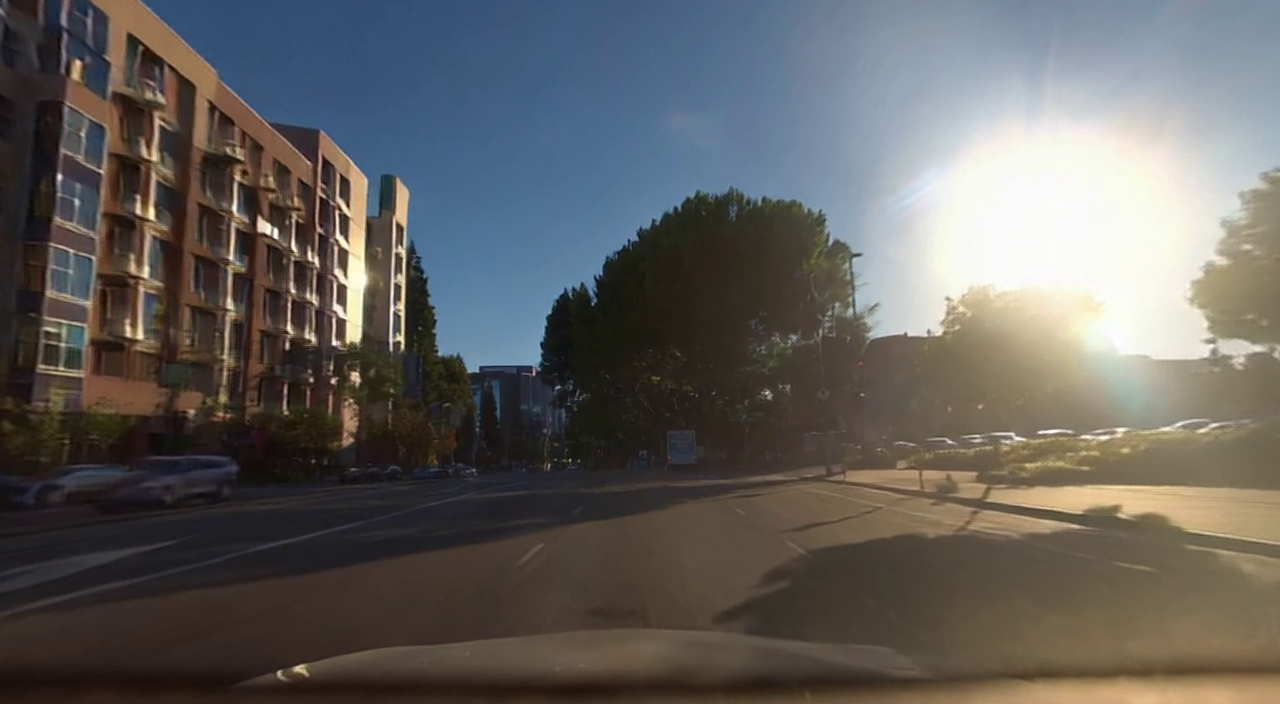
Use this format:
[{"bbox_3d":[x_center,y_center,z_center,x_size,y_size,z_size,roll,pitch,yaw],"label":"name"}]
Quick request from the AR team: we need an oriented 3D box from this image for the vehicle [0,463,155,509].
[{"bbox_3d":[-22.647,5.344,25.550,1.838,1.526,5.104,-1,-9,2],"label":"vehicle"}]

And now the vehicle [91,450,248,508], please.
[{"bbox_3d":[-15.669,4.199,21.362,1.945,1.737,4.358,0,-9,0],"label":"vehicle"}]

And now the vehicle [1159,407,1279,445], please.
[{"bbox_3d":[32.168,4.135,34.907,4.841,1.720,1.950,-4,-8,5],"label":"vehicle"}]

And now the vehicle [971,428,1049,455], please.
[{"bbox_3d":[26.541,6.458,45.338,4.258,1.456,1.825,-4,-14,4],"label":"vehicle"}]

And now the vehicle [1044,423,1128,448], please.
[{"bbox_3d":[31.566,5.957,44.769,4.318,1.476,1.940,-4,-10,7],"label":"vehicle"}]

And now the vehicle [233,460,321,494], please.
[{"bbox_3d":[-19.032,6.554,33.323,1.958,1.492,4.580,-2,-9,0],"label":"vehicle"}]

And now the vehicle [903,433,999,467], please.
[{"bbox_3d":[17.520,5.553,35.719,4.329,1.502,2.122,-4,-4,6],"label":"vehicle"}]

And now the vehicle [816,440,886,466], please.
[{"bbox_3d":[15.458,7.446,46.377,4.432,1.523,1.908,-4,-13,6],"label":"vehicle"}]
